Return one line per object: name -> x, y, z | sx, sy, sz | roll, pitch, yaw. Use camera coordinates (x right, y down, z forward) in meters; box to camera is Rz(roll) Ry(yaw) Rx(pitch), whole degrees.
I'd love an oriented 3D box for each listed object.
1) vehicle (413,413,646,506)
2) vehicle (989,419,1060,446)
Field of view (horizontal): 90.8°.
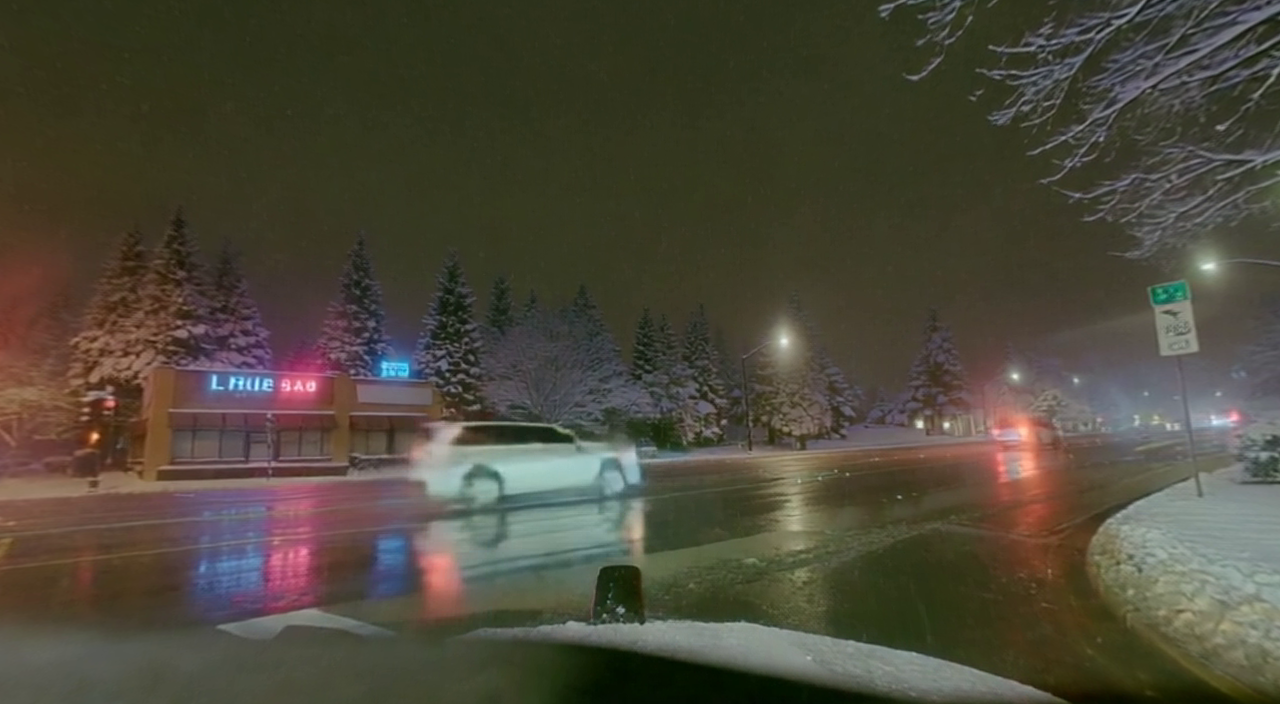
vehicle -> -2.106, 2.110, 12.682 | 4.182, 1.536, 1.885 | 7, -11, -37
vehicle -> 21.838, 4.613, 35.842 | 4.442, 1.458, 1.902 | 7, -11, -38
